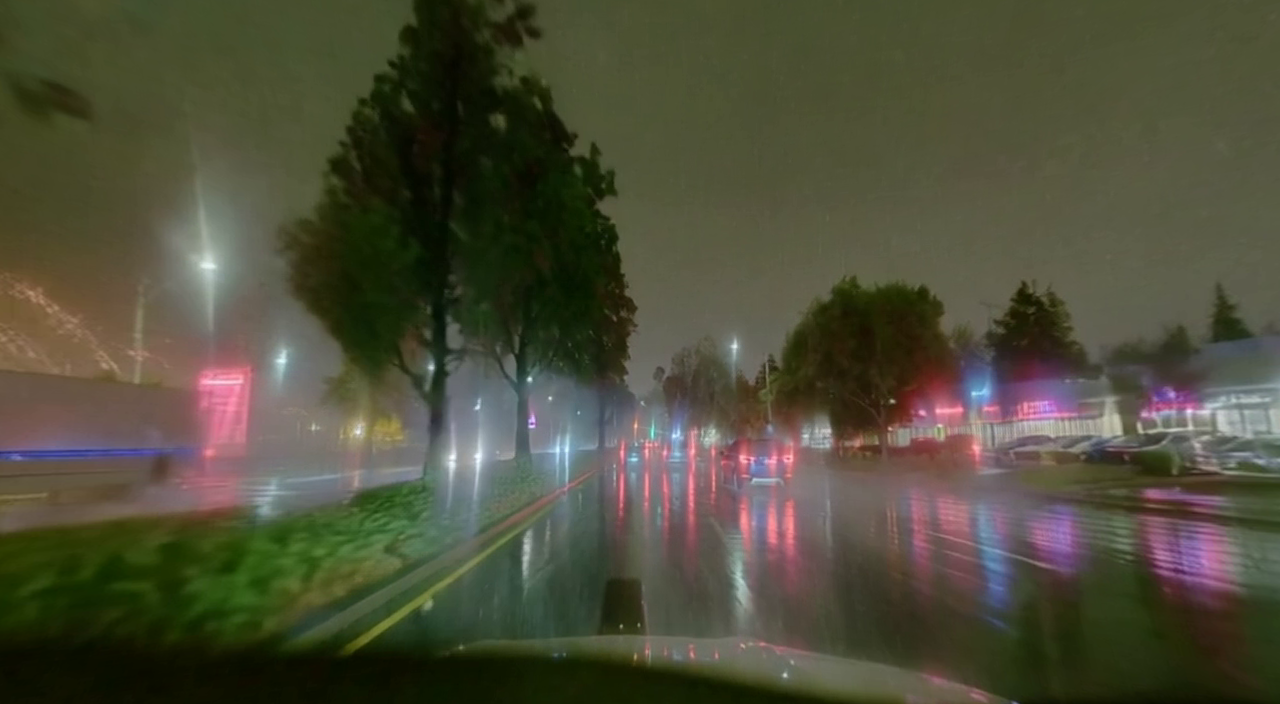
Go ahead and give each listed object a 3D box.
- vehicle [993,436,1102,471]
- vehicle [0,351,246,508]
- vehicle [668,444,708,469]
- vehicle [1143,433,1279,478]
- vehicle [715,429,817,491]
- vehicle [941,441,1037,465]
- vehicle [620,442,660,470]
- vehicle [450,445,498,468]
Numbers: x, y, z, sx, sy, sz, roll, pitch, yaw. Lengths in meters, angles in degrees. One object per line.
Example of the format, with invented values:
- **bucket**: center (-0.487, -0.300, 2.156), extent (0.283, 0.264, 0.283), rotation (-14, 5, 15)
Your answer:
- **vehicle**: center (20.856, 5.158, 32.431), extent (4.162, 1.546, 2.051), rotation (-2, -7, -5)
- **vehicle**: center (-18.922, 2.478, 19.500), extent (3.207, 4.202, 16.118), rotation (-1, -9, 0)
- **vehicle**: center (2.816, 6.182, 37.677), extent (1.970, 1.402, 3.756), rotation (0, -8, -1)
- **vehicle**: center (20.151, 3.493, 21.434), extent (4.449, 1.431, 2.095), rotation (0, -8, -4)
- **vehicle**: center (4.022, 3.531, 21.059), extent (2.140, 1.811, 4.593), rotation (0, -8, -4)
- **vehicle**: center (20.707, 5.996, 37.590), extent (4.451, 1.400, 2.108), rotation (0, -8, -2)
- **vehicle**: center (-0.008, 5.747, 34.988), extent (2.056, 1.440, 3.798), rotation (0, -8, 0)
- **vehicle**: center (-11.622, 7.341, 44.650), extent (1.971, 1.481, 5.500), rotation (0, -8, 0)
